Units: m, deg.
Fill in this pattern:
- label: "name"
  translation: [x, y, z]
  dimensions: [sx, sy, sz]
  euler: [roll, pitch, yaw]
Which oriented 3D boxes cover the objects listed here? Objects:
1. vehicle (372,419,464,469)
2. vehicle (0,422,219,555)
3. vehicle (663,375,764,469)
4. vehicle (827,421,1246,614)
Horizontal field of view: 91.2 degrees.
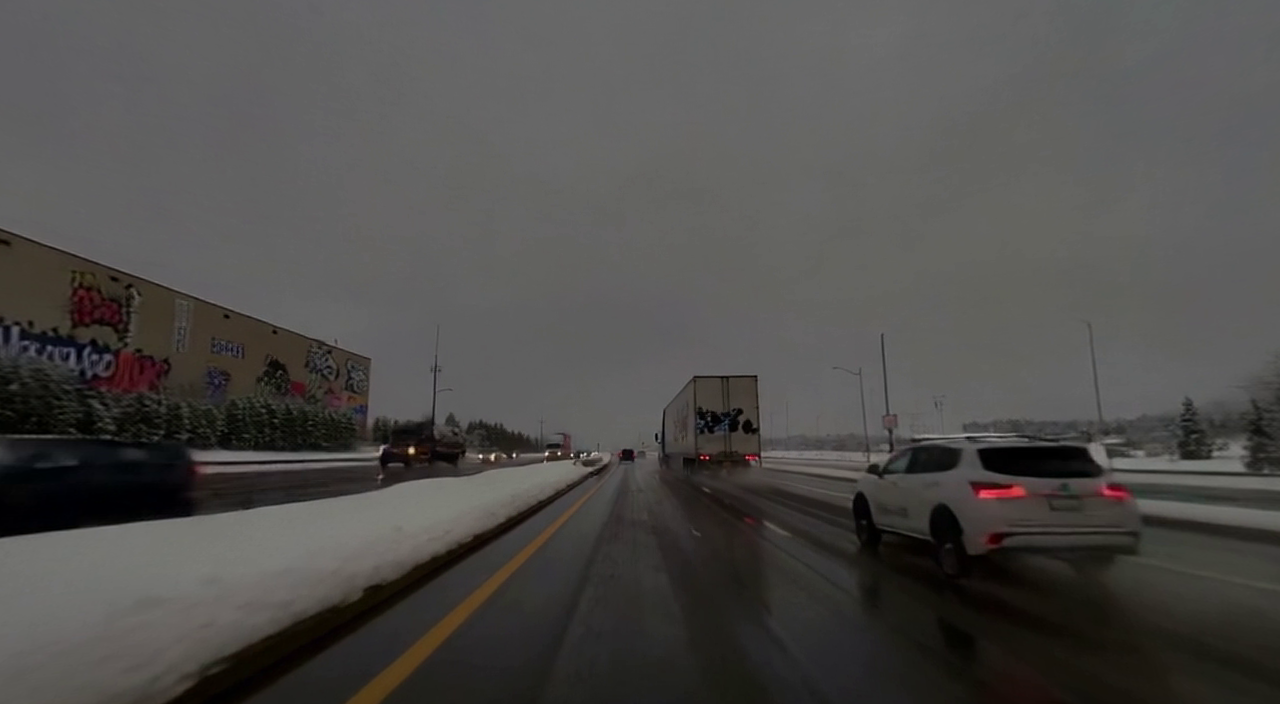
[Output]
- label: "vehicle"
  translation: [-16.834, 7.188, 48.671]
  dimensions: [3.471, 3.416, 11.022]
  euler: [1, -9, -2]
- label: "vehicle"
  translation: [-8.327, 1.844, 8.916]
  dimensions: [1.892, 1.508, 3.980]
  euler: [0, -9, 0]
- label: "vehicle"
  translation: [3.672, 4.574, 37.624]
  dimensions: [3.317, 4.314, 17.803]
  euler: [0, -9, -2]
- label: "vehicle"
  translation: [3.999, 1.730, 7.537]
  dimensions: [2.085, 1.588, 4.436]
  euler: [0, -9, -1]
